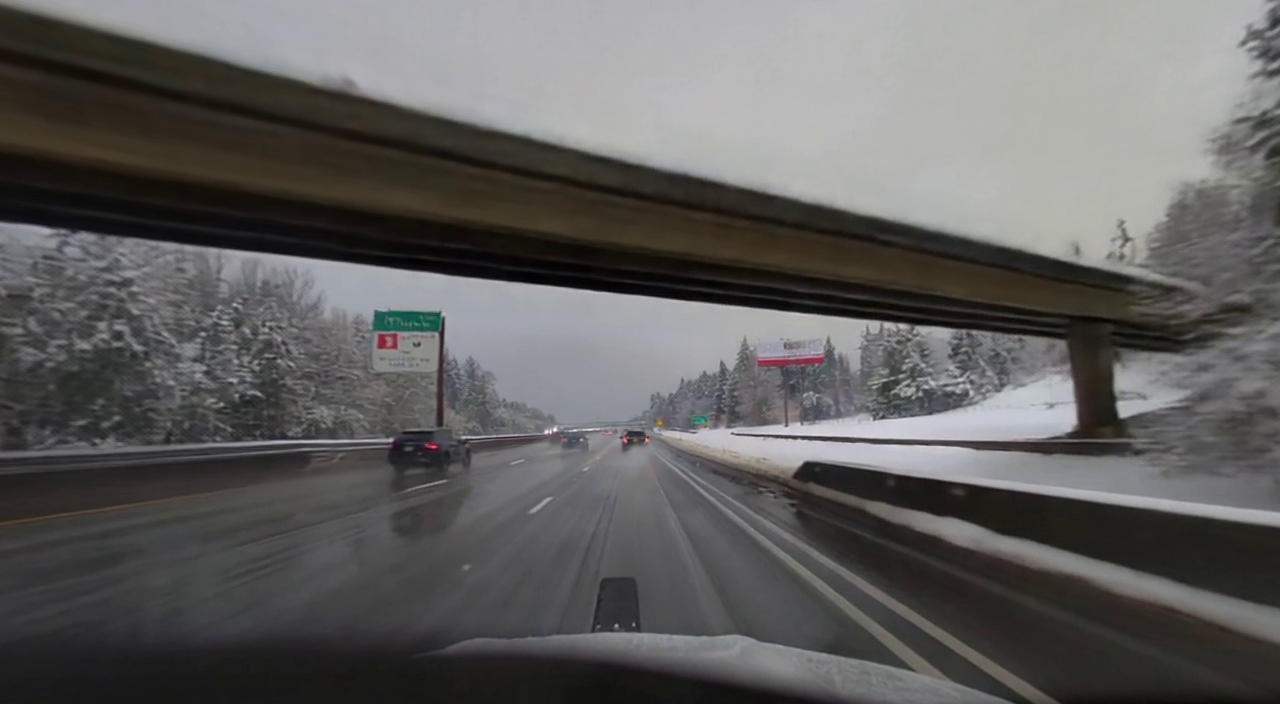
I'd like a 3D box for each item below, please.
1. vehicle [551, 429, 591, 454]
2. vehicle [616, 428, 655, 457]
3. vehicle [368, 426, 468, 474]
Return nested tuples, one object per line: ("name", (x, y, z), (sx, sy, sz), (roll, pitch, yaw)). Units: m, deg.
("vehicle", (-4.299, 5.693, 40.105), (2.103, 1.512, 4.155), (0, -8, 0))
("vehicle", (-0.288, 5.574, 39.051), (2.240, 1.646, 4.949), (0, -8, -1))
("vehicle", (-7.789, 3.473, 22.608), (2.009, 1.537, 4.449), (0, -8, 0))
